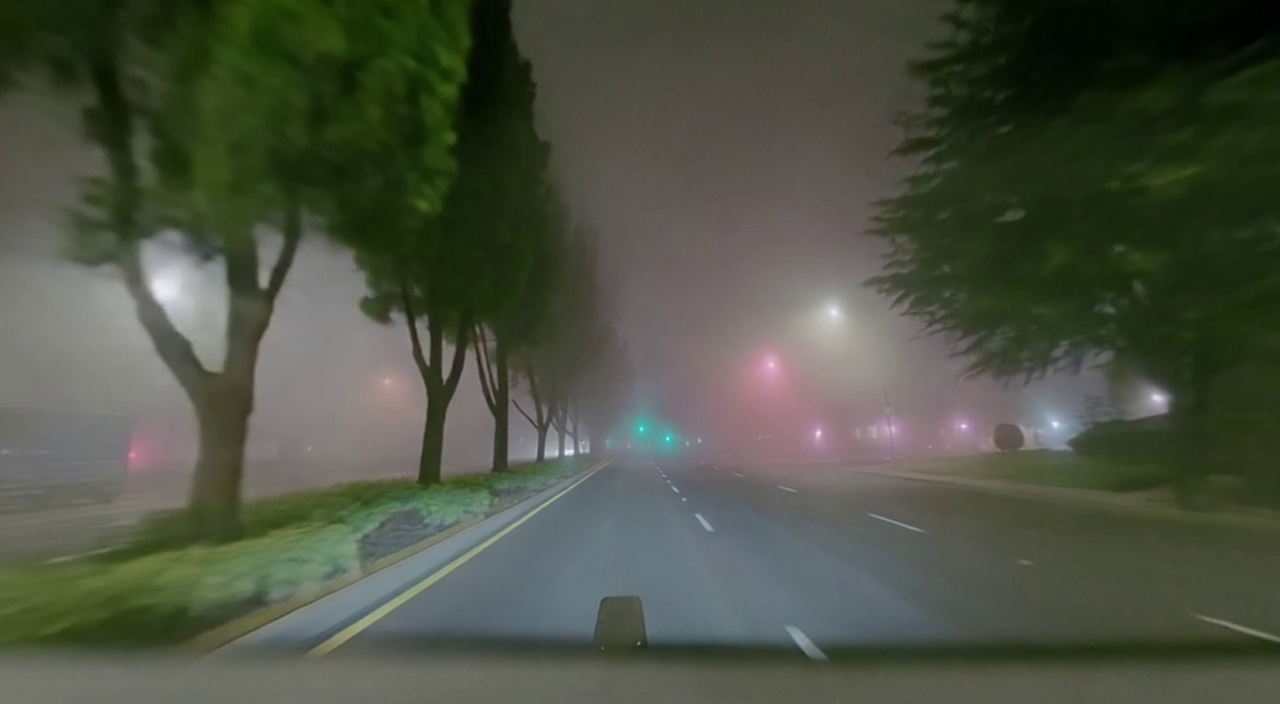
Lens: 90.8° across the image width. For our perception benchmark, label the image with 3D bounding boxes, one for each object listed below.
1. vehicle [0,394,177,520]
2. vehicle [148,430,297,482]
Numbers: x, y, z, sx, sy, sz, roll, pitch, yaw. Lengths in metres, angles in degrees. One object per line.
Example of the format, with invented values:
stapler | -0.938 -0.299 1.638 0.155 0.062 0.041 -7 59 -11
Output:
vehicle | -19.509 3.221 19.559 2.866 3.528 9.798 0 -9 0
vehicle | -28.915 7.241 43.931 8.492 3.055 3.116 -4 -9 6
